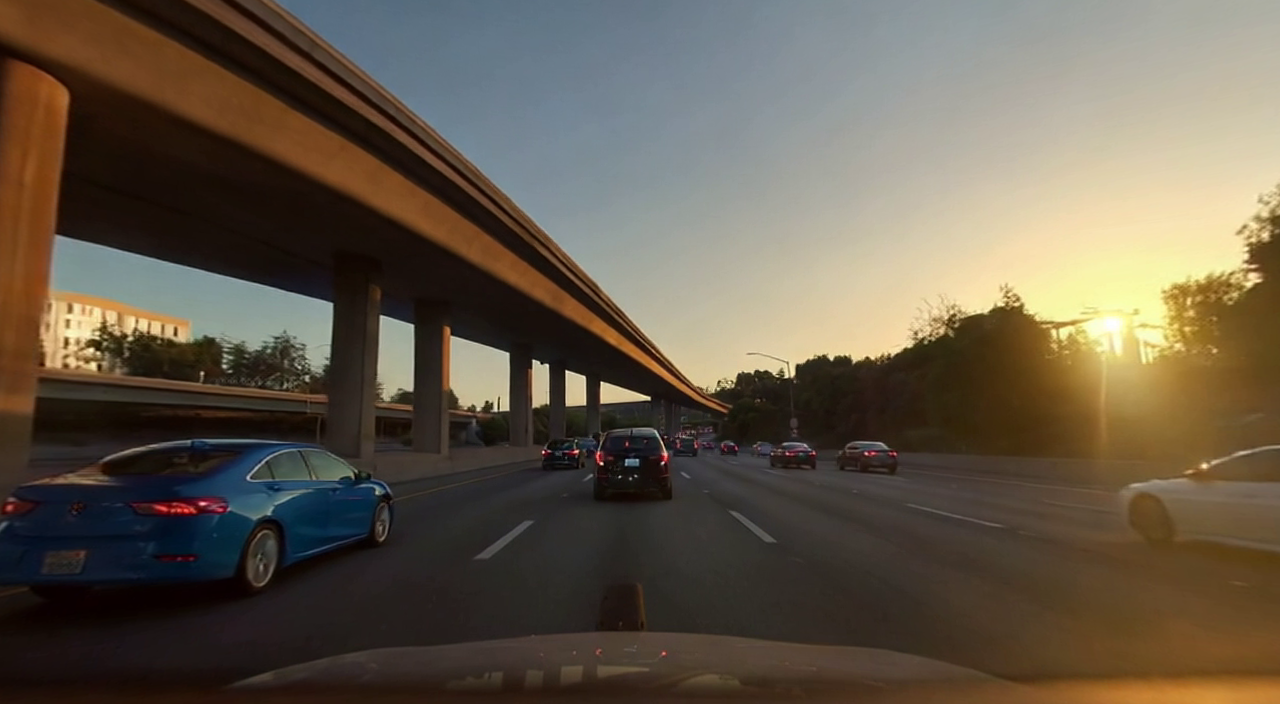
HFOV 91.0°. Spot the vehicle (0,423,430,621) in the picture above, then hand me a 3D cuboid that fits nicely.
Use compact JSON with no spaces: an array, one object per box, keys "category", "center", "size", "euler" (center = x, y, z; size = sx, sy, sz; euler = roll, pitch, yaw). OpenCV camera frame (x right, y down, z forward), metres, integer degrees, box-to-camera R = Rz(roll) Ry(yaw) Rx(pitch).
[{"category":"vehicle","center":[-4.107,1.629,7.061],"size":[1.974,1.478,4.412],"euler":[0,-9,0]}]

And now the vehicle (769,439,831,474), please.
[{"category":"vehicle","center":[7.385,4.853,29.421],"size":[1.880,1.526,3.641],"euler":[0,-9,0]}]

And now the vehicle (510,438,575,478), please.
[{"category":"vehicle","center":[-3.957,4.372,26.170],"size":[1.947,1.516,4.295],"euler":[0,-9,1]}]

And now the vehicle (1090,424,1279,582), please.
[{"category":"vehicle","center":[7.274,1.518,6.386],"size":[2.049,1.521,4.604],"euler":[0,-9,1]}]

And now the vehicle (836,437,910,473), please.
[{"category":"vehicle","center":[11.546,5.123,31.528],"size":[1.992,1.625,4.359],"euler":[1,-9,-1]}]

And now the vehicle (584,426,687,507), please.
[{"category":"vehicle","center":[-0.081,2.726,15.369],"size":[2.181,1.697,4.021],"euler":[0,-9,0]}]
